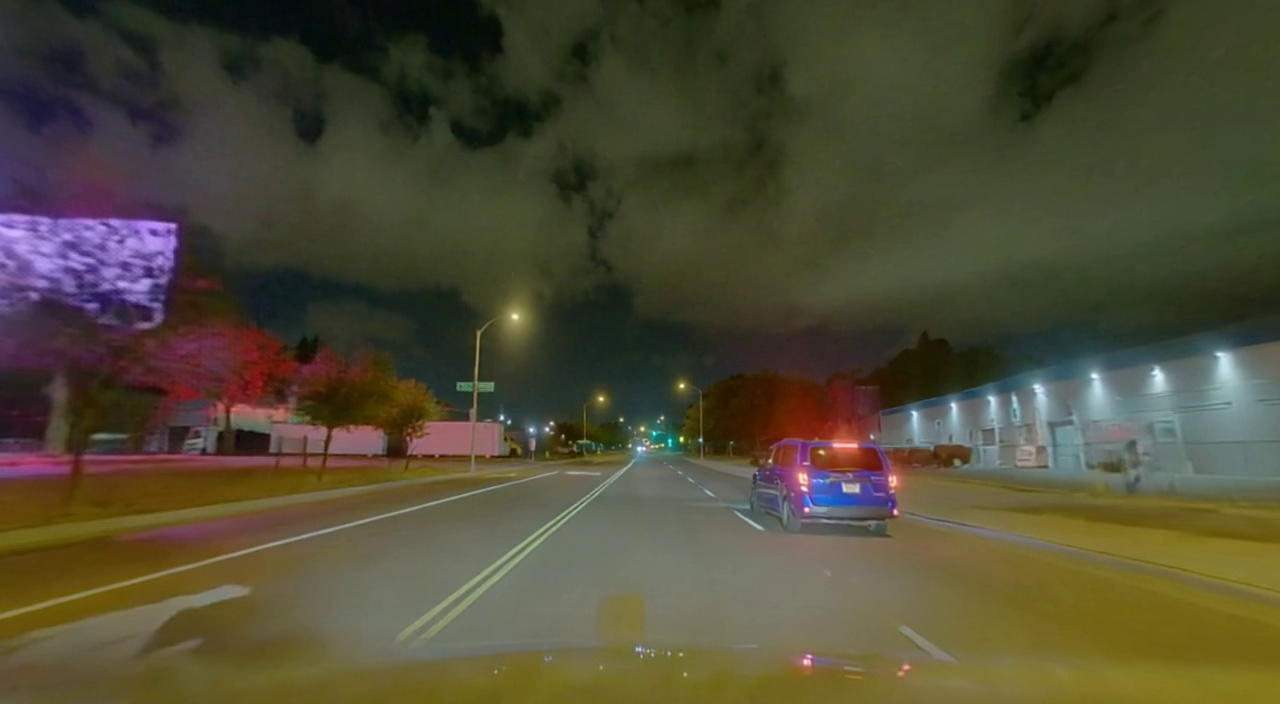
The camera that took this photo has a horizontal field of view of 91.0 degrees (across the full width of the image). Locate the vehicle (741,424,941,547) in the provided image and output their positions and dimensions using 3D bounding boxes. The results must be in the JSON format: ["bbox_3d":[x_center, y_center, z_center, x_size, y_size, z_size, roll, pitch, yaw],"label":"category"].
[{"bbox_3d":[3.432,2.380,11.989,2.202,1.822,4.826,0,-9,0],"label":"vehicle"}]
